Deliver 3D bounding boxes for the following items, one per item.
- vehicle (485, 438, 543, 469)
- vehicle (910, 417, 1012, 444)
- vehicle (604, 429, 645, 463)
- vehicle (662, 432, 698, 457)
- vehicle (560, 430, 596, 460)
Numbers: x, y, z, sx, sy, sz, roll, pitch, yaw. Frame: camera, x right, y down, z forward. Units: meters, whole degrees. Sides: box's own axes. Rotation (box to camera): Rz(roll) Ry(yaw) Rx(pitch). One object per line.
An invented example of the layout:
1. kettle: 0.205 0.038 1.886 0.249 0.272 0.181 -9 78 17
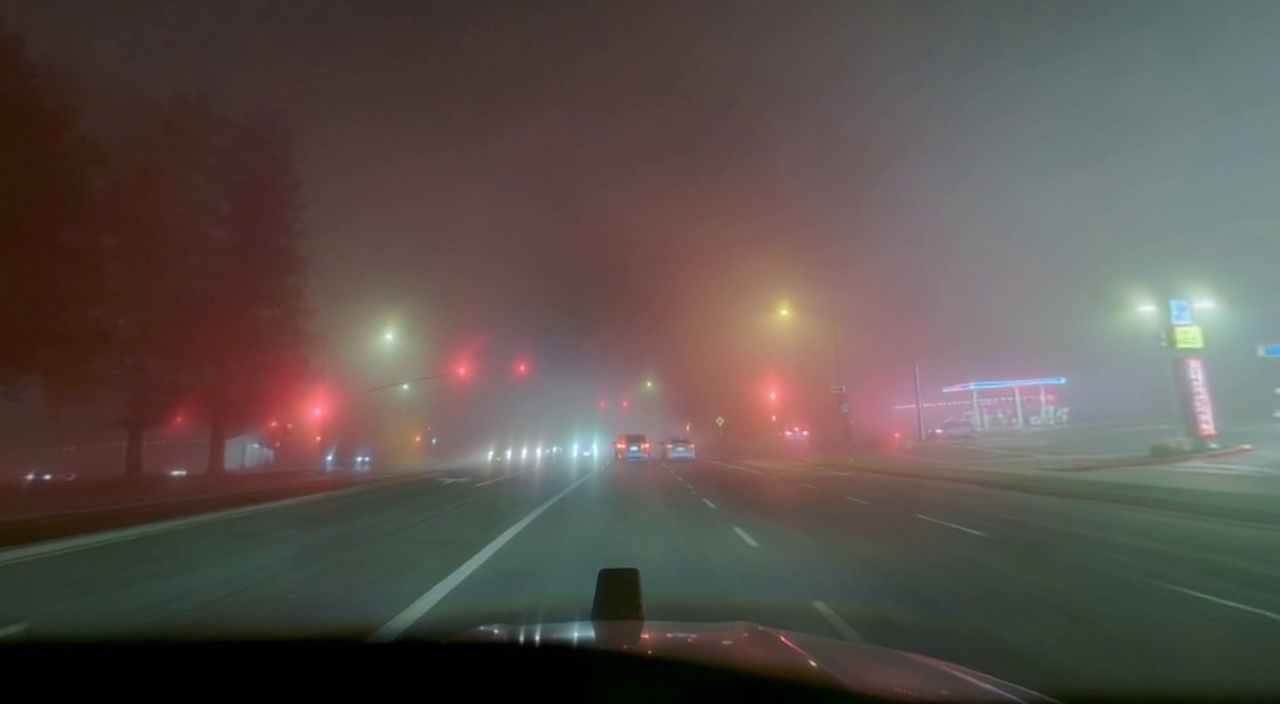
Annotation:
1. vehicle: -6.343 5.159 32.253 2.033 1.442 4.668 0 -8 -1
2. vehicle: 17.999 4.462 35.444 4.660 1.462 2.034 0 -8 0
3. vehicle: -0.779 5.143 34.609 2.146 1.742 4.095 0 -8 0
4. vehicle: 2.738 6.486 44.061 2.103 1.647 4.318 0 -8 -2
5. vehicle: -4.007 6.128 41.444 2.139 1.851 3.970 0 -8 -2
